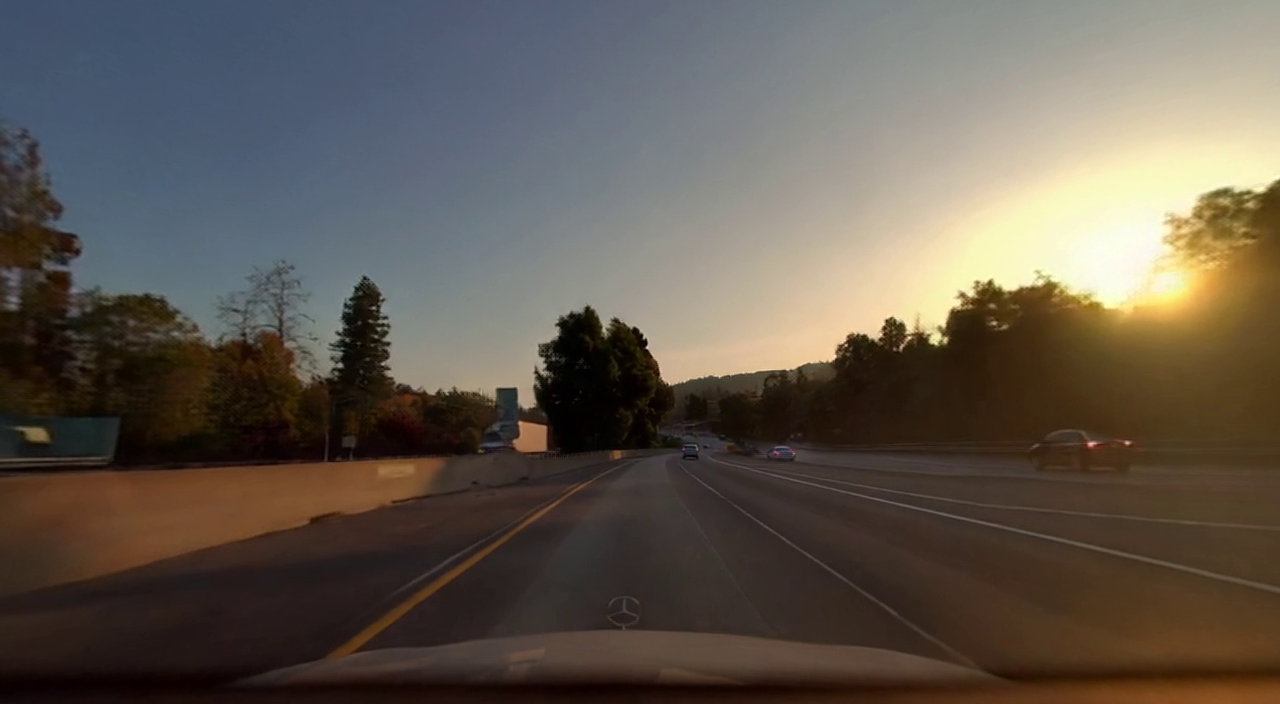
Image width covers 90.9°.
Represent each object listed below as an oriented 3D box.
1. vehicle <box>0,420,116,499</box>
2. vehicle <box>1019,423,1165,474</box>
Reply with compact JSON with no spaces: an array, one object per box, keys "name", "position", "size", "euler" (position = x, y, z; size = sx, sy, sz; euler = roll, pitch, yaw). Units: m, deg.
[{"name":"vehicle","position":[-28.504,4.919,28.977],"size":[2.902,3.325,6.480],"euler":[-1,-9,2]},{"name":"vehicle","position":[17.559,3.801,24.830],"size":[2.061,1.776,4.476],"euler":[1,-9,-7]}]
